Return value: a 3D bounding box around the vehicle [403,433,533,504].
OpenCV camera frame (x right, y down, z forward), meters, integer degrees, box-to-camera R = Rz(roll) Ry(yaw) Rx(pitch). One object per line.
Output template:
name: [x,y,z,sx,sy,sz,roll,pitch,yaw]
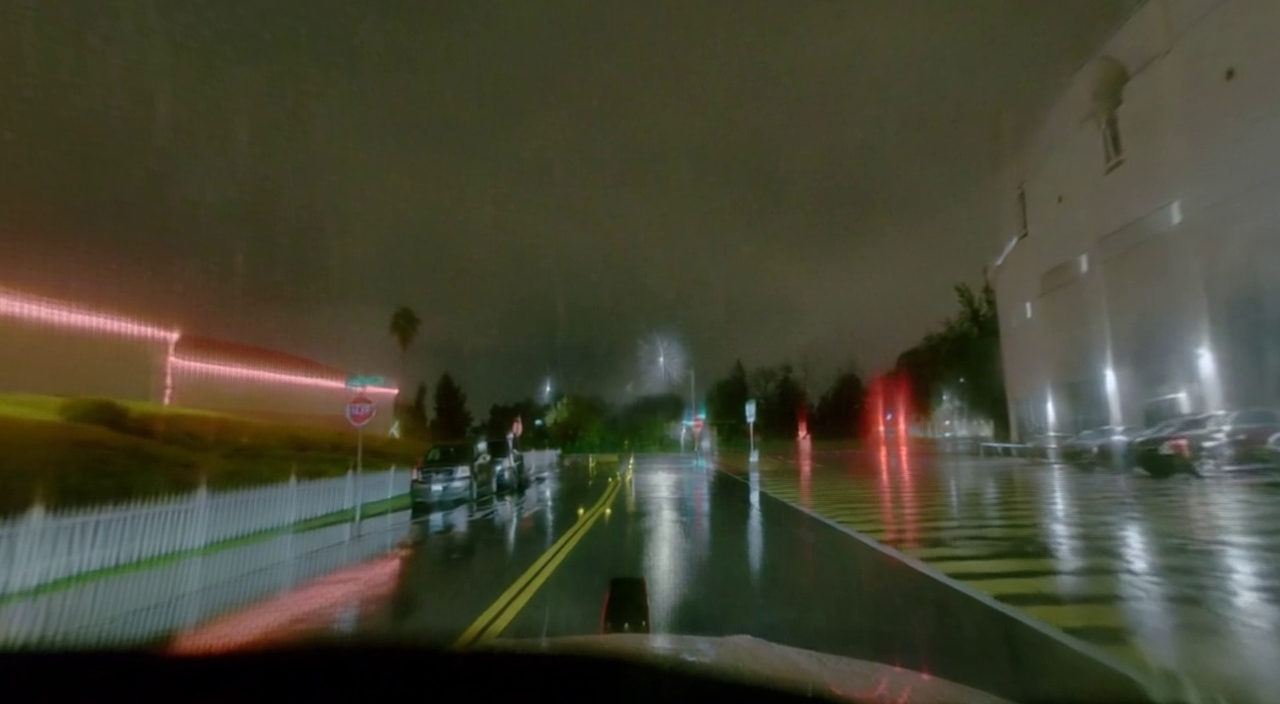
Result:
vehicle: [-5.324,3.656,20.646,2.308,1.899,6.107,-2,-8,3]
